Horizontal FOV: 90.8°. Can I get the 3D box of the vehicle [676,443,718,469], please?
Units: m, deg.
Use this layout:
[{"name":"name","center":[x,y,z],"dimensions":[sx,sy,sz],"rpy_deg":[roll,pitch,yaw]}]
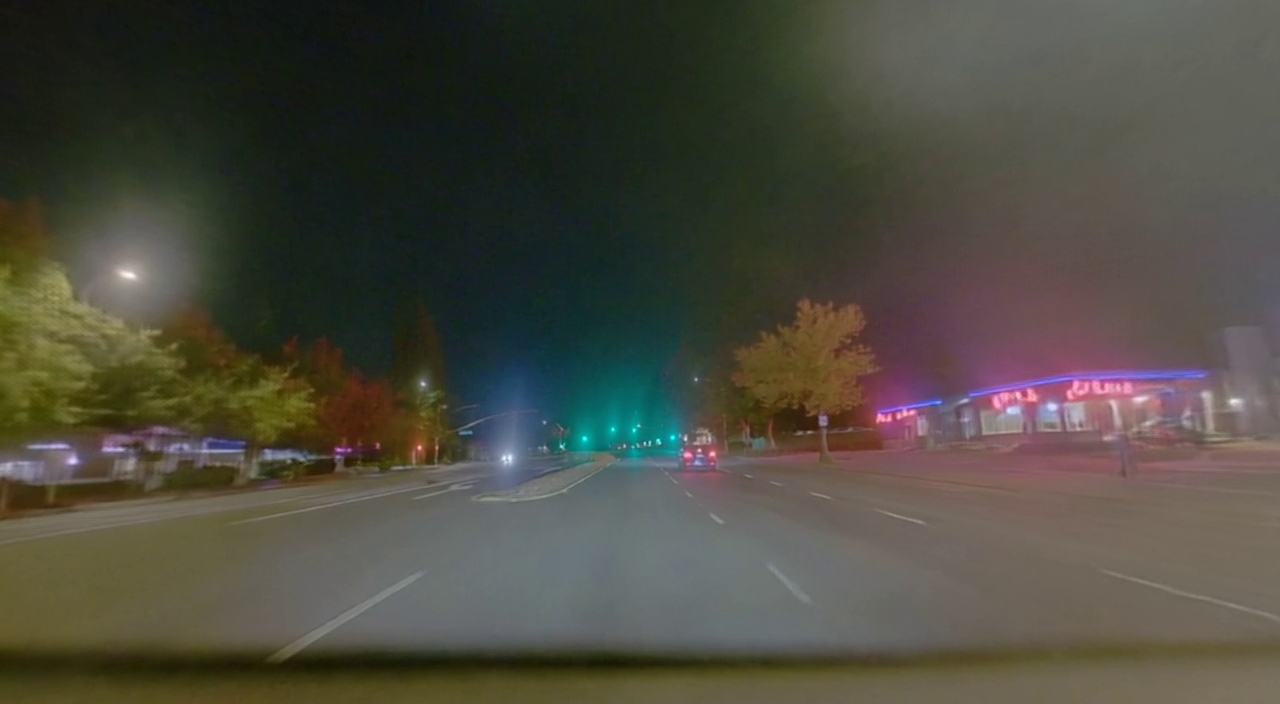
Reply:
[{"name":"vehicle","center":[3.286,6.018,36.936],"dimensions":[1.929,1.411,4.284],"rpy_deg":[0,-8,-2]}]
